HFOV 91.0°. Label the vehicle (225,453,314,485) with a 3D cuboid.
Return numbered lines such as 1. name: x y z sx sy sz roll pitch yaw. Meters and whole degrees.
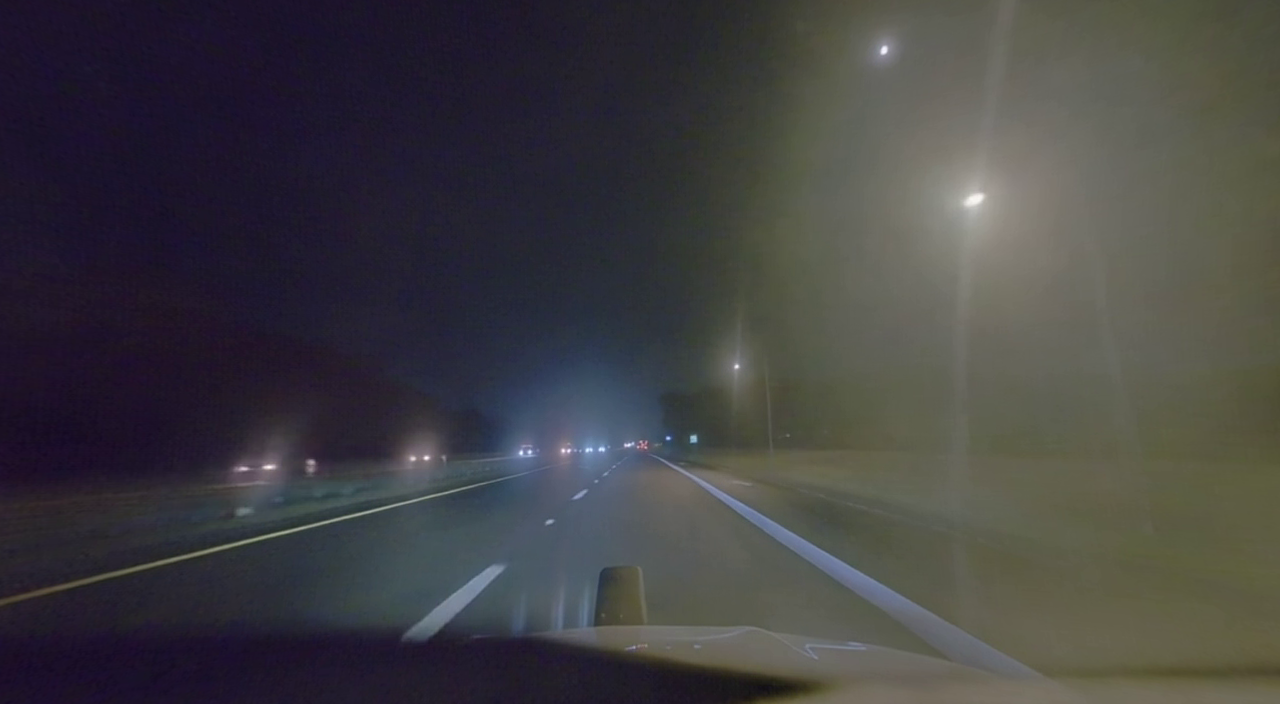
1. vehicle: -19.307 6.082 33.086 1.879 1.505 4.530 0 -9 1
